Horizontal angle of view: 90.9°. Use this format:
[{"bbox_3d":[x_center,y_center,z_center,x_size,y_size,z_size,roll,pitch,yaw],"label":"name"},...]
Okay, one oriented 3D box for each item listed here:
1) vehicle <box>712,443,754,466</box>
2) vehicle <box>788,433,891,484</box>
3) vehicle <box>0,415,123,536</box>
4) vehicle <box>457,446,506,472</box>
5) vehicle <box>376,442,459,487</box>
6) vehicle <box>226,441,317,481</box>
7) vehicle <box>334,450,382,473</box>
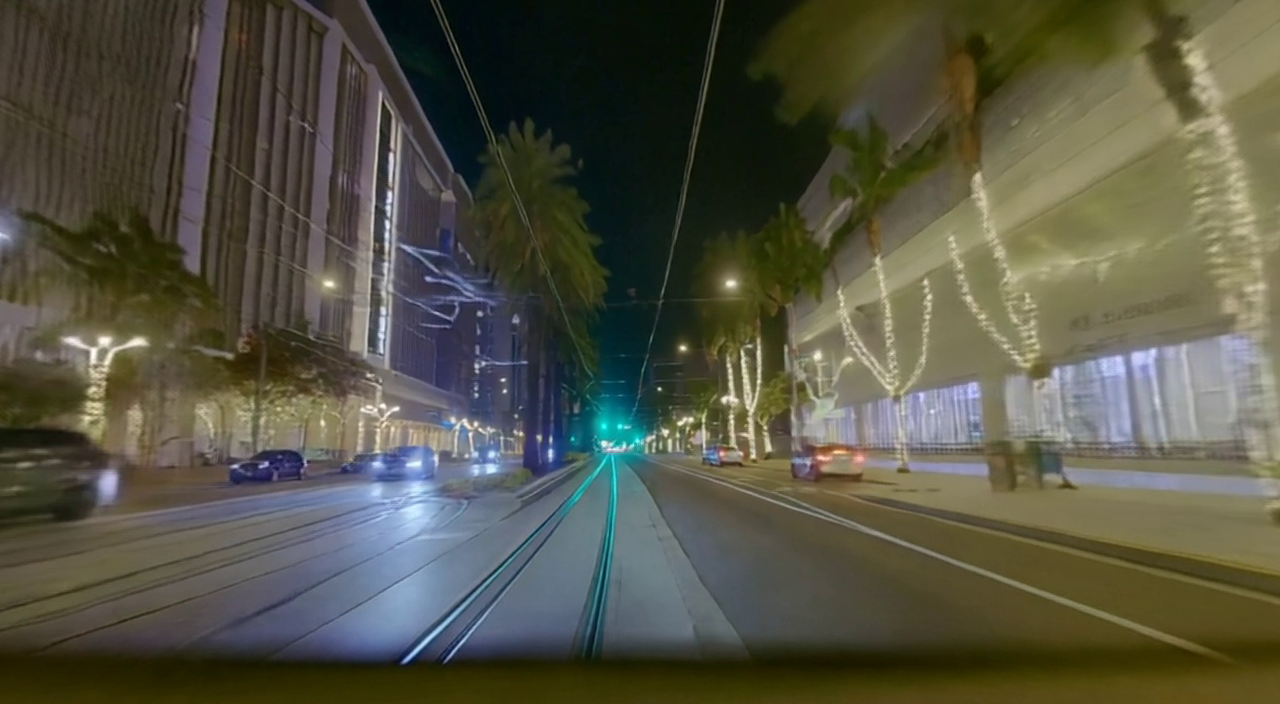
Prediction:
[{"bbox_3d":[6.442,7.183,44.206,1.816,1.488,4.102,1,-9,-7],"label":"vehicle"},{"bbox_3d":[7.322,3.953,23.737,1.995,1.677,4.863,0,-8,-4],"label":"vehicle"},{"bbox_3d":[-11.173,1.948,9.921,2.127,1.892,4.655,0,-8,-1],"label":"vehicle"},{"bbox_3d":[-9.873,6.681,39.566,2.046,1.475,4.426,0,-8,-2],"label":"vehicle"},{"bbox_3d":[-8.688,4.398,24.983,2.013,1.590,4.241,0,-8,-4],"label":"vehicle"},{"bbox_3d":[-18.235,5.396,31.450,1.974,1.808,4.373,0,-8,-2],"label":"vehicle"},{"bbox_3d":[-18.706,7.234,41.869,1.819,1.450,3.003,0,-8,-1],"label":"vehicle"}]
